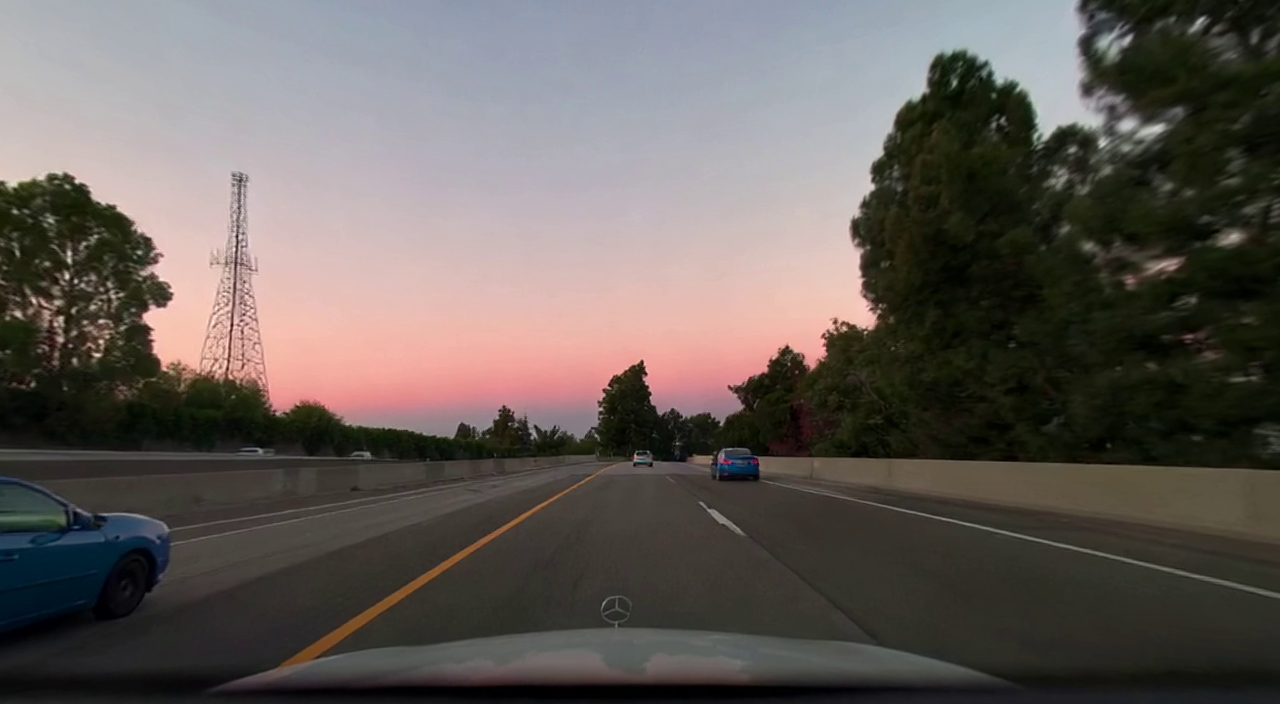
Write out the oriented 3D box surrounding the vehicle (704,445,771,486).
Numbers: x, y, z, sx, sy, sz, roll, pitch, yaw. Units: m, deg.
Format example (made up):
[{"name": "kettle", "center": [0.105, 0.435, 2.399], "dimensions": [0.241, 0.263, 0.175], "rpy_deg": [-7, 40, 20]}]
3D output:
[{"name": "vehicle", "center": [3.915, 4.638, 26.098], "dimensions": [2.030, 1.526, 4.165], "rpy_deg": [0, -9, -1]}]
